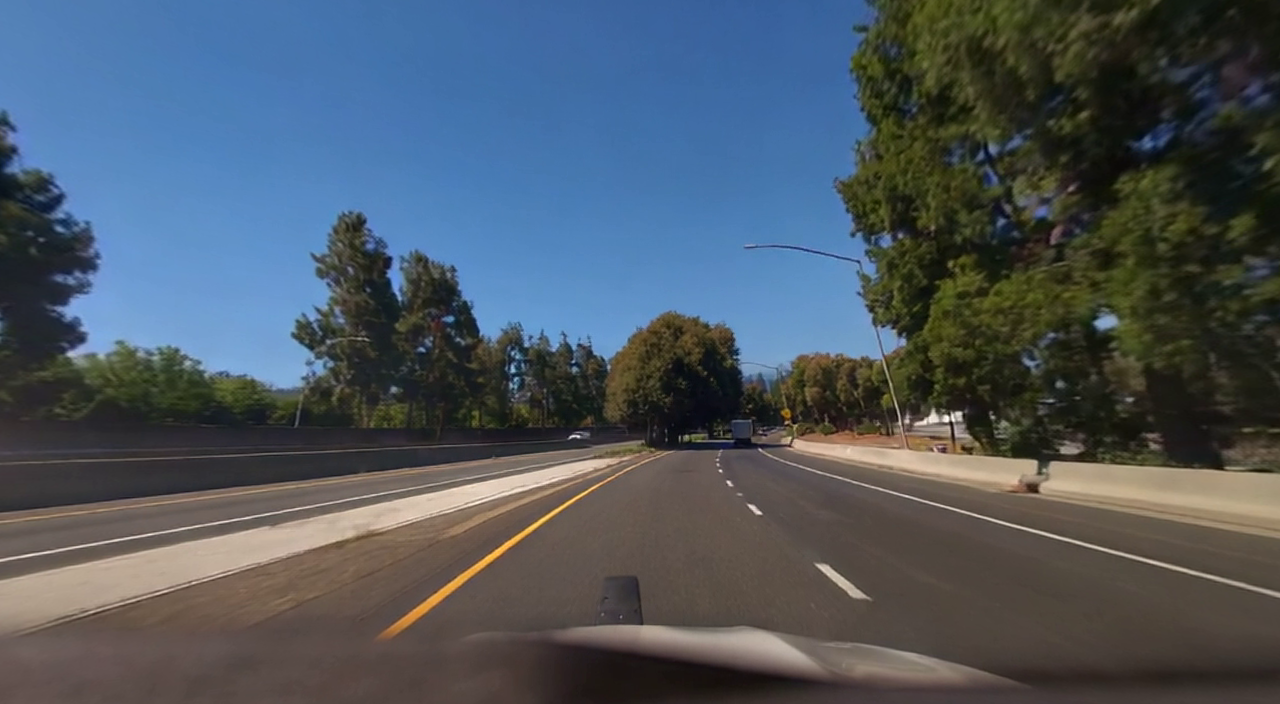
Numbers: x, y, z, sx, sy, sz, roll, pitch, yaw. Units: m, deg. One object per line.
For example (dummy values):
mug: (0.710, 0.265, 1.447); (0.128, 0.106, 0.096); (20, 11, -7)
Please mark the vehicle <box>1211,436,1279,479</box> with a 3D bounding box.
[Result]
vehicle: (35.909, 5.961, 35.717); (2.193, 2.281, 5.602); (-2, -10, 8)
